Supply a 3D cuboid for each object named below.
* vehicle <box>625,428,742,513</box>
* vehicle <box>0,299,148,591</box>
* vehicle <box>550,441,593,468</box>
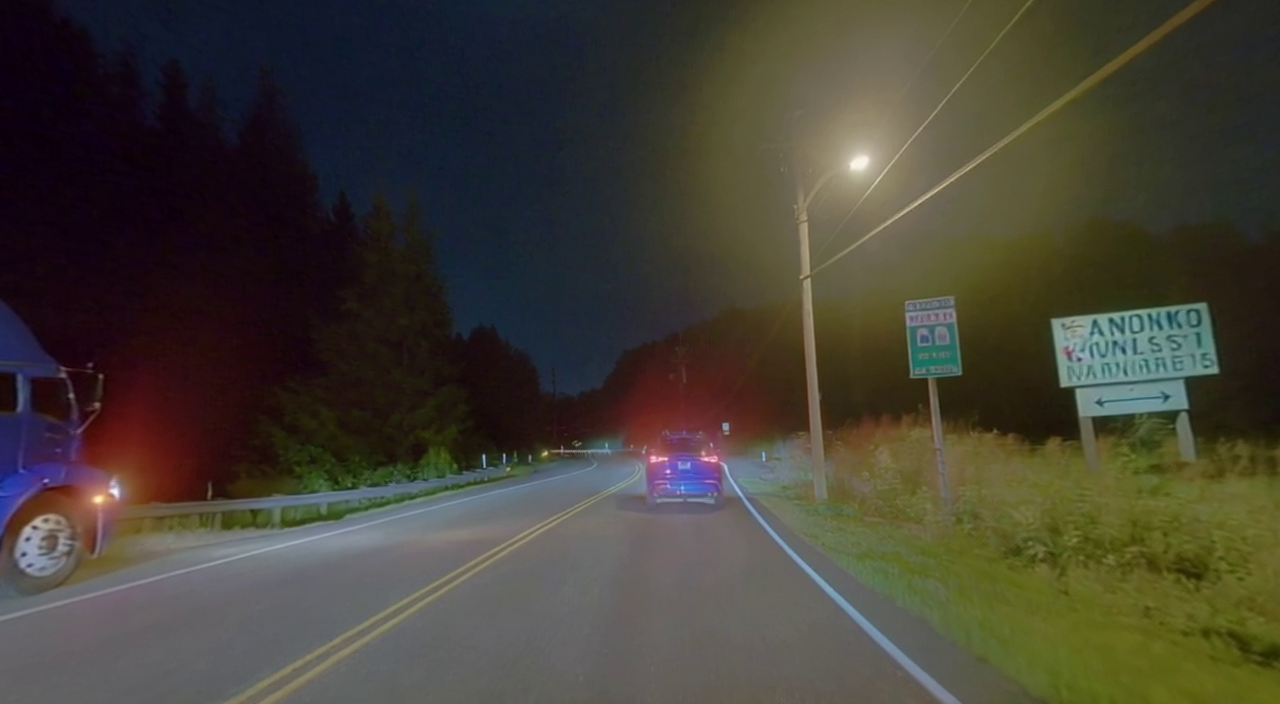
[{"bbox_3d":[0.816,2.400,13.180,2.081,1.503,3.726,0,-8,2],"label":"vehicle"},{"bbox_3d":[-8.652,0.962,4.736,3.395,3.071,7.634,-7,-6,5],"label":"vehicle"},{"bbox_3d":[-5.342,7.795,48.184,2.668,1.981,5.575,2,-9,-12],"label":"vehicle"}]
